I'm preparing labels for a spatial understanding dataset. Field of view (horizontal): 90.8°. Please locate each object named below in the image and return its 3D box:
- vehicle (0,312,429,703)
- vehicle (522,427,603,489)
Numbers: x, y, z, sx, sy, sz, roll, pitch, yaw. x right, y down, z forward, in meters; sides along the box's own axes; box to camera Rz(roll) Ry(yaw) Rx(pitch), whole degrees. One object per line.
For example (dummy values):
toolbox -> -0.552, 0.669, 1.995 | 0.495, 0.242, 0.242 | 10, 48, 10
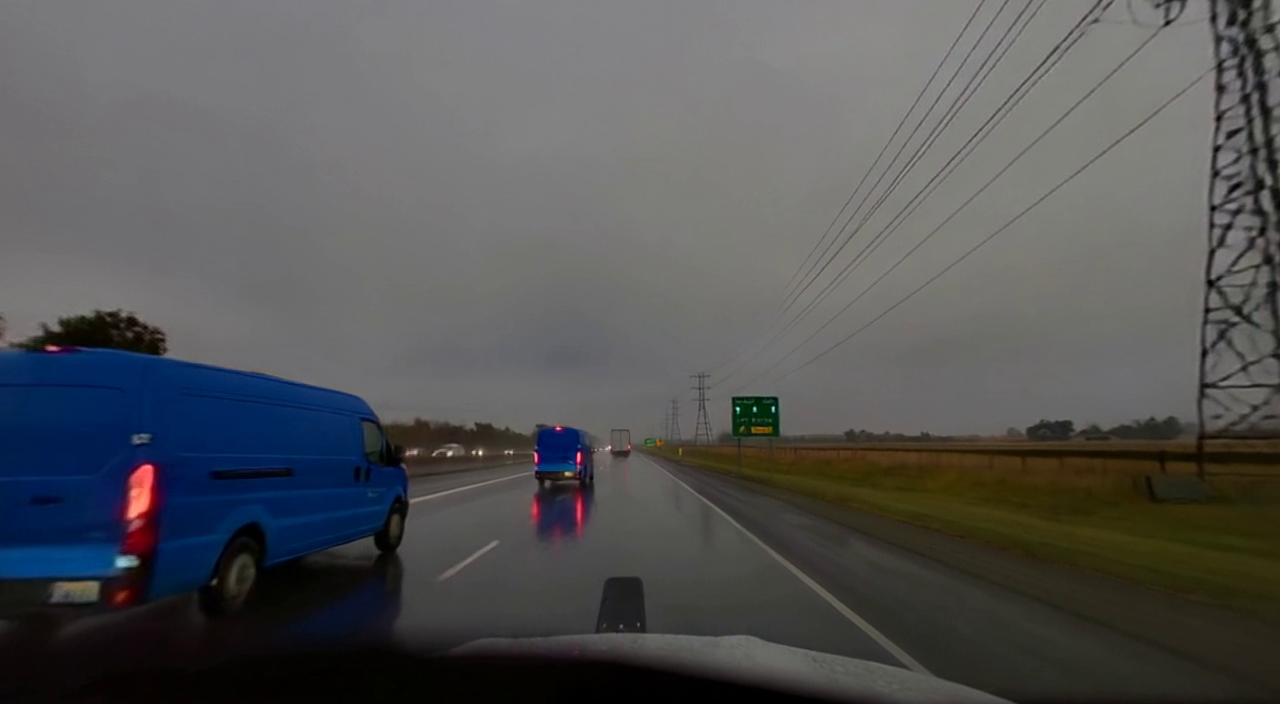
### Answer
vehicle -> -3.879, 1.162, 5.745 | 2.145, 2.010, 4.980 | 0, -9, 0
vehicle -> -2.665, 3.851, 23.108 | 2.197, 2.011, 5.130 | 0, -9, 1
